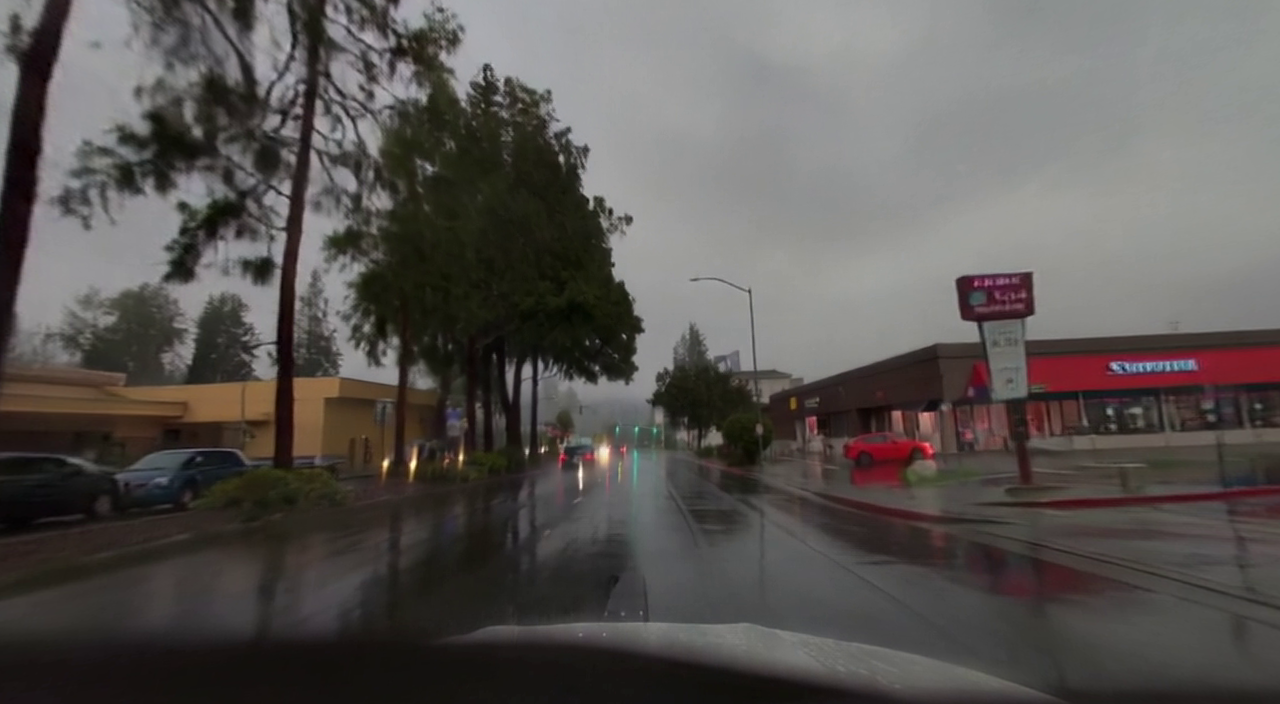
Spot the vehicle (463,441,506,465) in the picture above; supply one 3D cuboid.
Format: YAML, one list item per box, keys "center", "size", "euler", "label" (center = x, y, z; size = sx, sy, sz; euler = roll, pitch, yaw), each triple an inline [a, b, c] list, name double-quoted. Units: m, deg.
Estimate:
- center: [-11.408, 7.459, 46.408]
  size: [2.044, 1.649, 4.211]
  euler: [0, -8, 0]
  label: "vehicle"

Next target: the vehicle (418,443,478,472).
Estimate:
- center: [-11.829, 6.514, 39.016]
  size: [2.024, 1.656, 4.837]
  euler: [-1, -8, 2]
  label: "vehicle"

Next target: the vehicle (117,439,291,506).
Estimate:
- center: [-11.918, 3.280, 17.583]
  size: [1.852, 1.621, 4.166]
  euler: [0, -8, 0]
  label: "vehicle"

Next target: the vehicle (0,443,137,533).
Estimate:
- center: [-11.760, 2.385, 11.170]
  size: [1.959, 1.488, 4.390]
  euler: [0, -8, 0]
  label: "vehicle"

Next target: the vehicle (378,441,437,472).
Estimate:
- center: [-15.062, 6.765, 40.997]
  size: [1.936, 1.813, 4.921]
  euler: [-1, -8, 0]
  label: "vehicle"

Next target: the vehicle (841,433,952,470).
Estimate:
- center: [11.031, 4.304, 27.230]
  size: [3.935, 1.518, 1.985]
  euler: [0, -8, -1]
  label: "vehicle"

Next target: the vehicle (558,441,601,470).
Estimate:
- center: [-3.316, 5.780, 35.206]
  size: [1.966, 1.481, 4.385]
  euler: [0, -8, 0]
  label: "vehicle"

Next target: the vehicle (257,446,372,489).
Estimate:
- center: [-12.136, 4.294, 23.778]
  size: [1.948, 1.453, 4.431]
  euler: [0, -8, 0]
  label: "vehicle"
